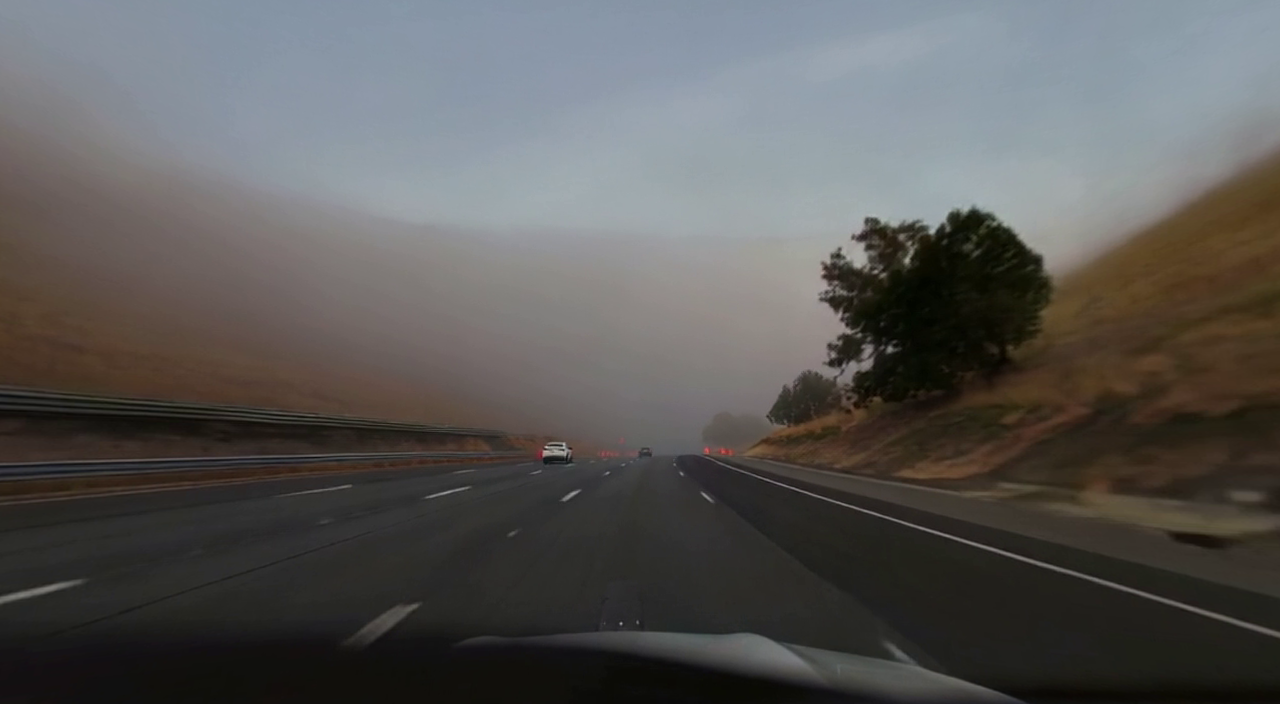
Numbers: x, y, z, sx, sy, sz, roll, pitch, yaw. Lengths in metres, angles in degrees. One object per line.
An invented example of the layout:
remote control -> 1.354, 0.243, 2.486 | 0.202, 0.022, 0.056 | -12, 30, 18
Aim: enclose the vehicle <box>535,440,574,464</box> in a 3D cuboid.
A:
vehicle -> -6.011, 7.032, 44.485 | 2.042, 1.585, 4.162 | 0, -8, 2
